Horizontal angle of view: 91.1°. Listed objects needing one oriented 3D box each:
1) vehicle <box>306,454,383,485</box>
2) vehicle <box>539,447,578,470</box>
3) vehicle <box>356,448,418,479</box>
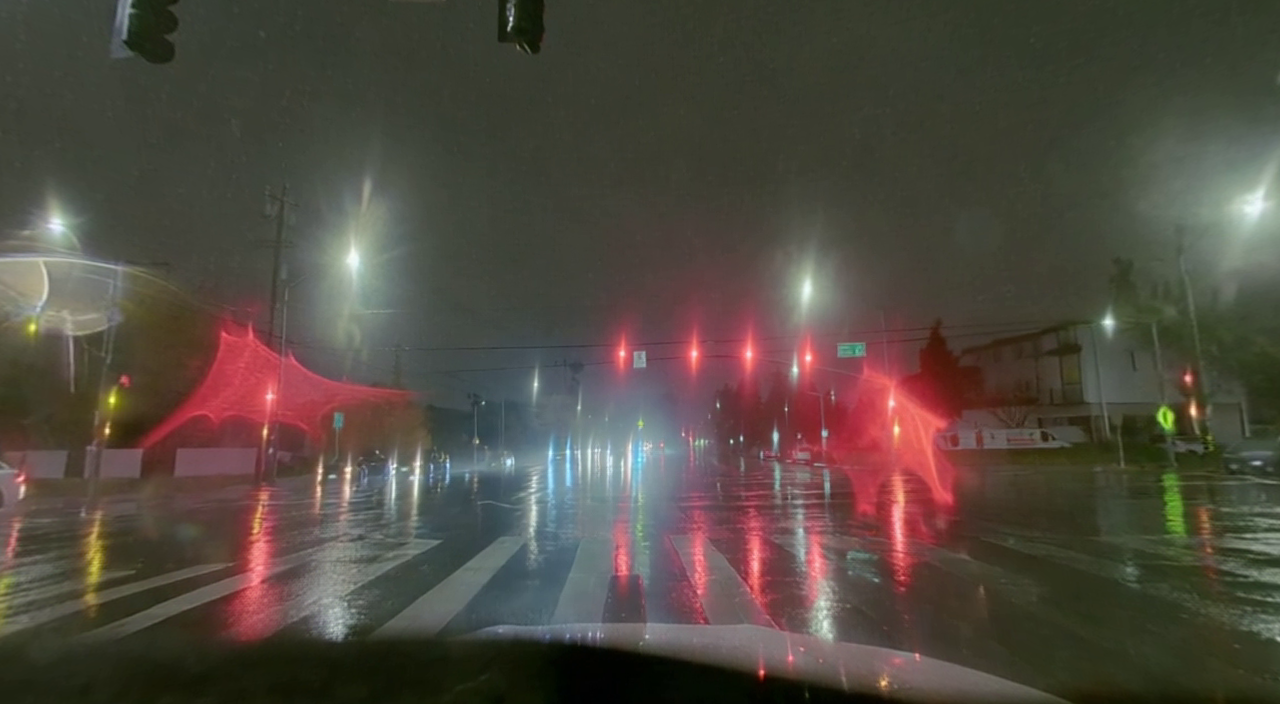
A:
[{"bbox_3d":[-16.095,6.386,34.498,2.055,1.506,4.663,0,-9,-1],"label":"vehicle"},{"bbox_3d":[-5.621,7.435,43.929,2.154,1.501,4.416,0,-9,0],"label":"vehicle"},{"bbox_3d":[-16.188,7.109,40.434,1.960,1.819,5.018,0,-9,-1],"label":"vehicle"}]
